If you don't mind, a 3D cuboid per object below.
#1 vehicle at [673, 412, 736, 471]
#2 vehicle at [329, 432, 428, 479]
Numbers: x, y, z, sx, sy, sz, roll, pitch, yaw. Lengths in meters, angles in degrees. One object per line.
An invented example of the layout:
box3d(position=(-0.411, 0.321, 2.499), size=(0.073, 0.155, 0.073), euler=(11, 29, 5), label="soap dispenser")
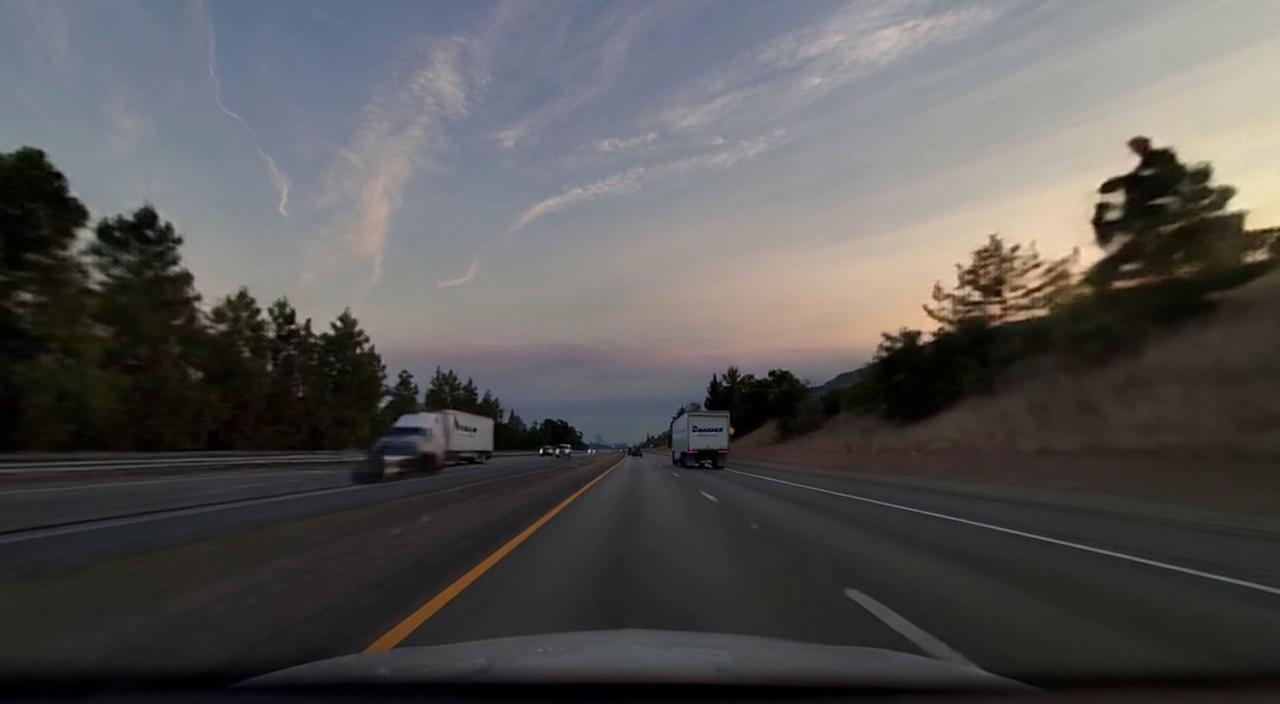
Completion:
box3d(position=(4.078, 6.155, 42.858), size=(2.876, 3.419, 11.591), euler=(0, -9, -1), label="vehicle")
box3d(position=(-9.048, 3.612, 22.188), size=(1.835, 1.494, 3.900), euler=(0, -9, -1), label="vehicle")
